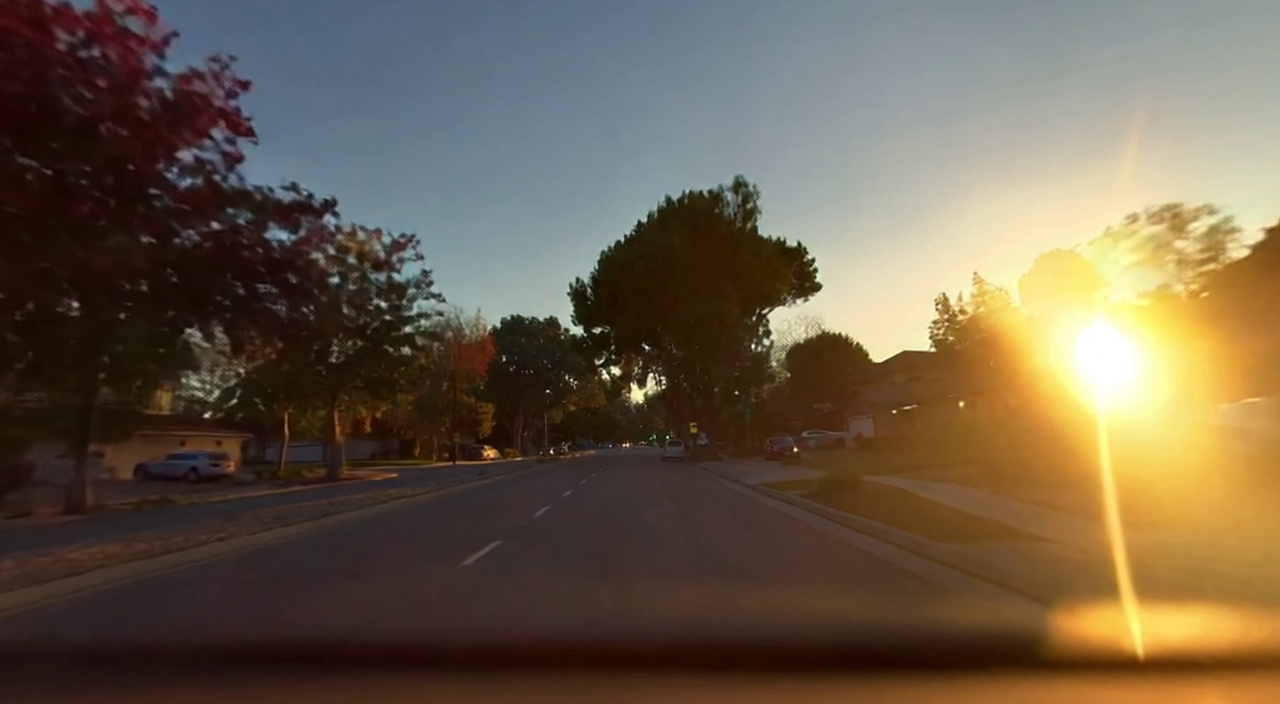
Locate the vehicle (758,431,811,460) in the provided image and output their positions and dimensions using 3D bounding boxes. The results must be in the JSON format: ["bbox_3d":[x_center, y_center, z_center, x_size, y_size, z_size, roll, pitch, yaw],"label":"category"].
[{"bbox_3d":[9.164,5.957,40.479,1.971,1.641,5.191,-4,-8,-2],"label":"vehicle"}]

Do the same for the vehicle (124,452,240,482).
[{"bbox_3d":[-24.061,6.058,33.327,4.595,1.491,1.902,0,-8,-1],"label":"vehicle"}]

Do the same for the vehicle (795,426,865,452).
[{"bbox_3d":[14.576,6.723,48.714,4.723,1.883,2.011,0,-8,-2],"label":"vehicle"}]

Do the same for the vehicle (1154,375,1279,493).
[{"bbox_3d":[11.275,1.324,10.068,4.426,1.674,2.091,1,-8,-5],"label":"vehicle"}]
